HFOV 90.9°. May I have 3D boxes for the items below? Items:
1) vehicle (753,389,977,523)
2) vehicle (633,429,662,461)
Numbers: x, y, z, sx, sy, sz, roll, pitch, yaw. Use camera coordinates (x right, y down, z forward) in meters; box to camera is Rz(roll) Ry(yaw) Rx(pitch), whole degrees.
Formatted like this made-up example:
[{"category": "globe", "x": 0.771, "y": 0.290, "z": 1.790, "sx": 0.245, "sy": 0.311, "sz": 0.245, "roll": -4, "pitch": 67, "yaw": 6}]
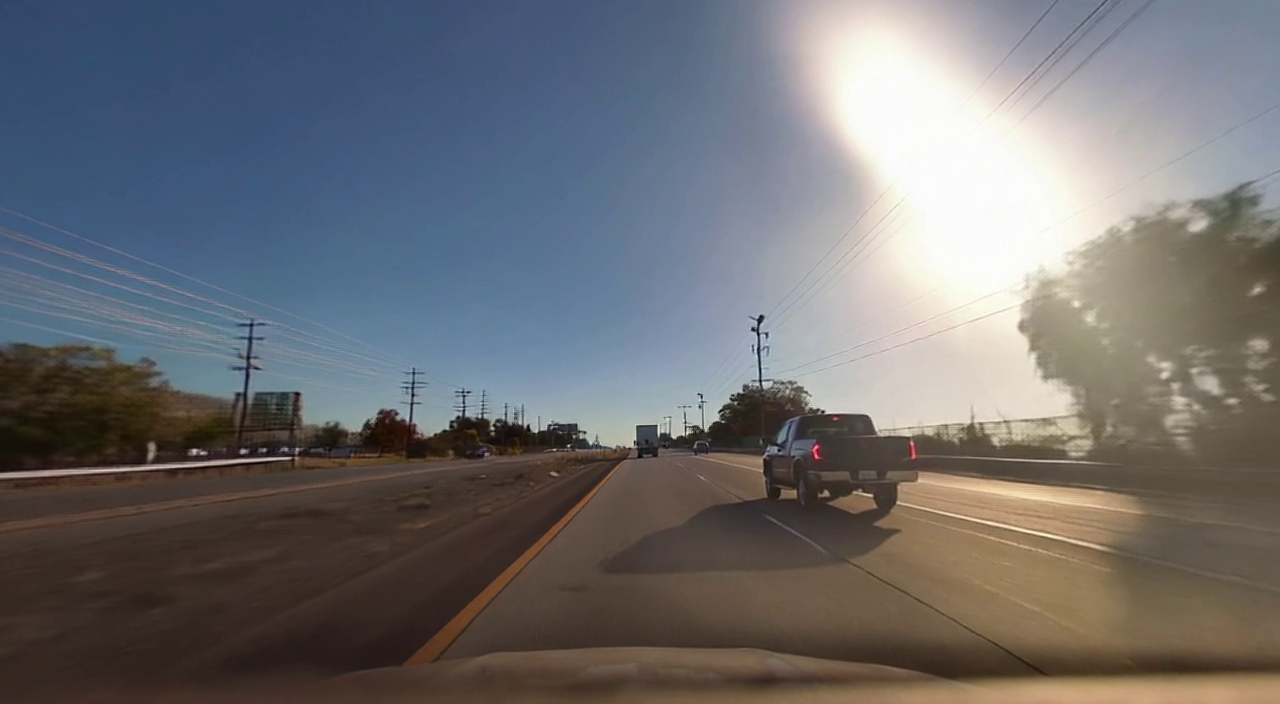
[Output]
[{"category": "vehicle", "x": 4.180, "y": 2.127, "z": 13.185, "sx": 2.594, "sy": 2.155, "sz": 5.670, "roll": -1, "pitch": -9, "yaw": 0}, {"category": "vehicle", "x": 0.540, "y": 7.085, "z": 47.945, "sx": 2.099, "sy": 2.260, "sz": 4.899, "roll": 0, "pitch": -9, "yaw": 0}]
